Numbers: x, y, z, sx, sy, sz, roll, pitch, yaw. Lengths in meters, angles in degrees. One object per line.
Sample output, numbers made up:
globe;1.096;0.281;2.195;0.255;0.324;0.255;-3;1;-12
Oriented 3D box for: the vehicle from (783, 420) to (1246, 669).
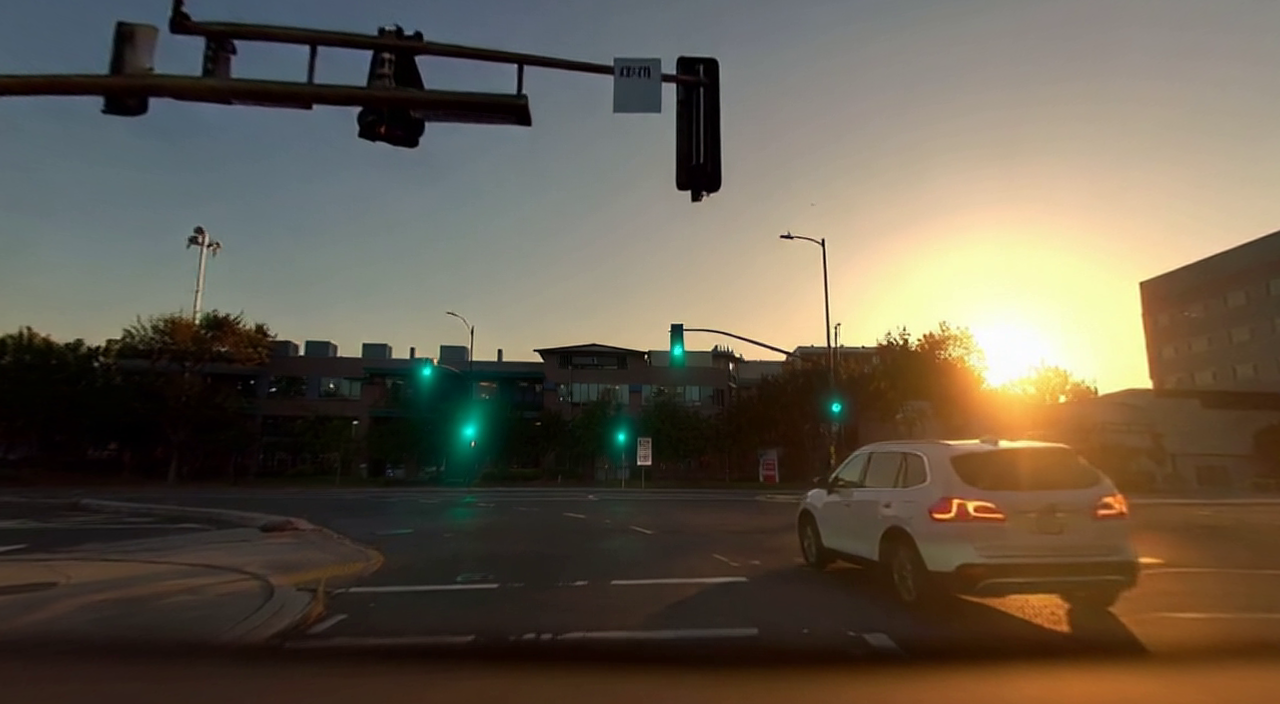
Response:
vehicle;3.058;1.614;6.467;1.938;1.648;4.211;0;-8;-4
